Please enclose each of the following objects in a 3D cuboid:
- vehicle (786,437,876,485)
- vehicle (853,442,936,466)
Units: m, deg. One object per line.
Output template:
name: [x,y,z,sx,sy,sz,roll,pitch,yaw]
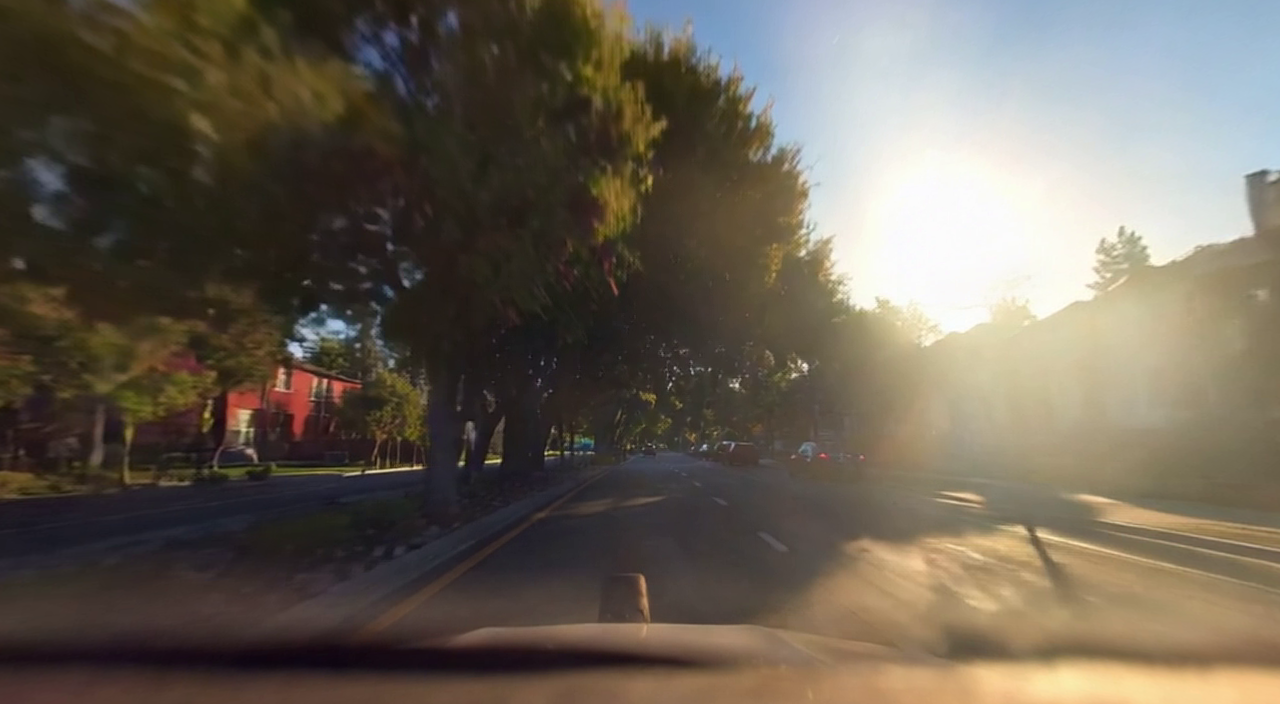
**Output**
vehicle: [7.083,4.082,23.916,2.126,1.639,4.539,0,-9,2]
vehicle: [16.502,6.623,41.048,4.595,1.490,1.860,0,-8,0]
